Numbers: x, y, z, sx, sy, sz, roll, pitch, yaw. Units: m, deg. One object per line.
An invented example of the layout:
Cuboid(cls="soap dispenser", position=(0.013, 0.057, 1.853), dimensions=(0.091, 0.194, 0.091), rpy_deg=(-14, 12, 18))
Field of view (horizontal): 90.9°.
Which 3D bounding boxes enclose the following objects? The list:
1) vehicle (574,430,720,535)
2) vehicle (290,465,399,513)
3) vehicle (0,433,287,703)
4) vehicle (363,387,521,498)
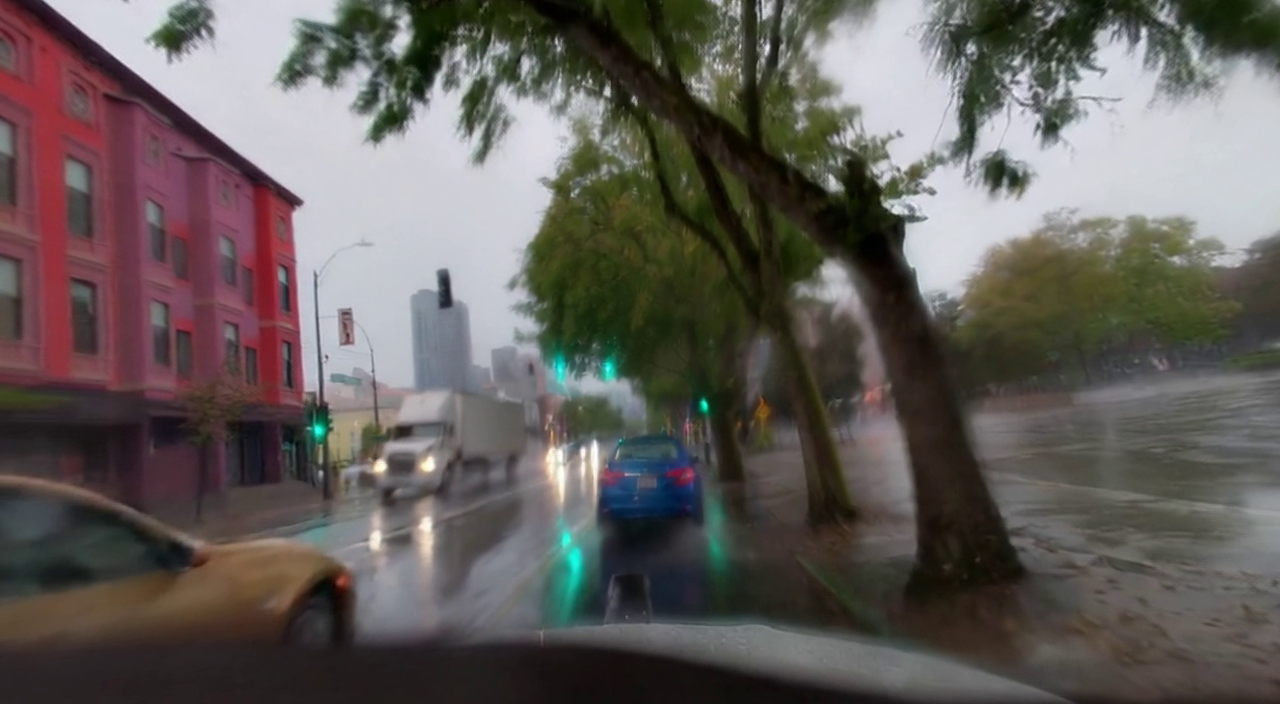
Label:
Cuboid(cls="vehicle", position=(0.141, 2.173, 11.076), dimensions=(2.094, 1.478, 3.922), rpy_deg=(0, -8, 1))
Cuboid(cls="vehicle", position=(-11.201, 5.187, 24.262), dimensions=(2.010, 1.483, 4.324), rpy_deg=(-1, -8, 1))
Cuboid(cls="vehicle", position=(-2.907, 0.793, 0.695), dimensions=(2.099, 1.424, 4.843), rpy_deg=(-1, -8, 2))
Cuboid(cls="vehicle", position=(-8.205, 4.098, 28.484), dimensions=(2.986, 3.933, 11.600), rpy_deg=(-1, -8, 2))
